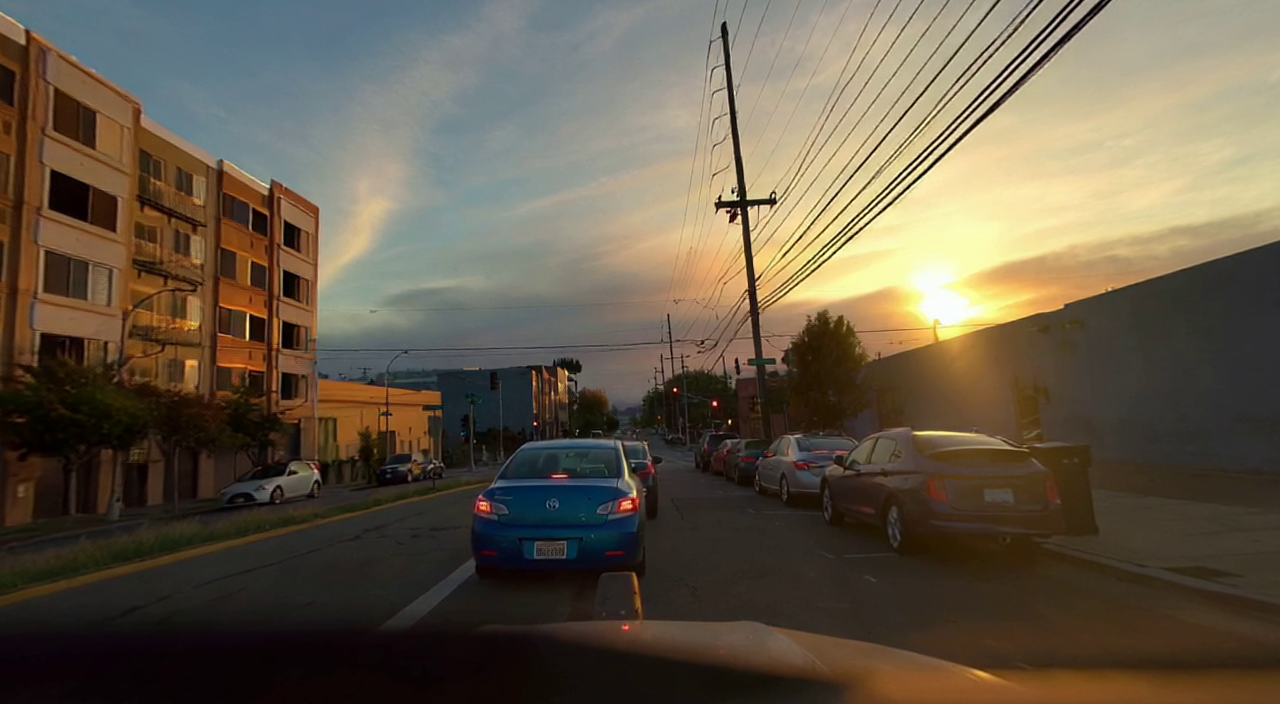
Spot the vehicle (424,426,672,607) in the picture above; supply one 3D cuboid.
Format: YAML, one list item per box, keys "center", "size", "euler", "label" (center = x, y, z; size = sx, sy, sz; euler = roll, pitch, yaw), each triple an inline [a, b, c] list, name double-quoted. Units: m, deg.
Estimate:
- center: [-0.727, 1.686, 7.509]
  size: [2.019, 1.453, 4.603]
  euler: [0, -8, 1]
  label: "vehicle"

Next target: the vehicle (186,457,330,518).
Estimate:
- center: [-11.881, 4.190, 20.055]
  size: [1.868, 1.491, 4.367]
  euler: [-4, -9, 1]
  label: "vehicle"

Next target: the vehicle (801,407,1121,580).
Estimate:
- center: [3.790, 1.744, 8.601]
  size: [1.967, 1.721, 4.410]
  euler: [0, -8, -1]
  label: "vehicle"

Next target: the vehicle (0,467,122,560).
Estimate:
- center: [-11.894, 2.883, 10.999]
  size: [1.850, 1.487, 4.711]
  euler: [-3, -8, -1]
  label: "vehicle"

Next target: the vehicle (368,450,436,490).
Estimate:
- center: [-11.942, 5.880, 31.932]
  size: [2.011, 1.687, 4.079]
  euler: [-4, -8, -2]
  label: "vehicle"
